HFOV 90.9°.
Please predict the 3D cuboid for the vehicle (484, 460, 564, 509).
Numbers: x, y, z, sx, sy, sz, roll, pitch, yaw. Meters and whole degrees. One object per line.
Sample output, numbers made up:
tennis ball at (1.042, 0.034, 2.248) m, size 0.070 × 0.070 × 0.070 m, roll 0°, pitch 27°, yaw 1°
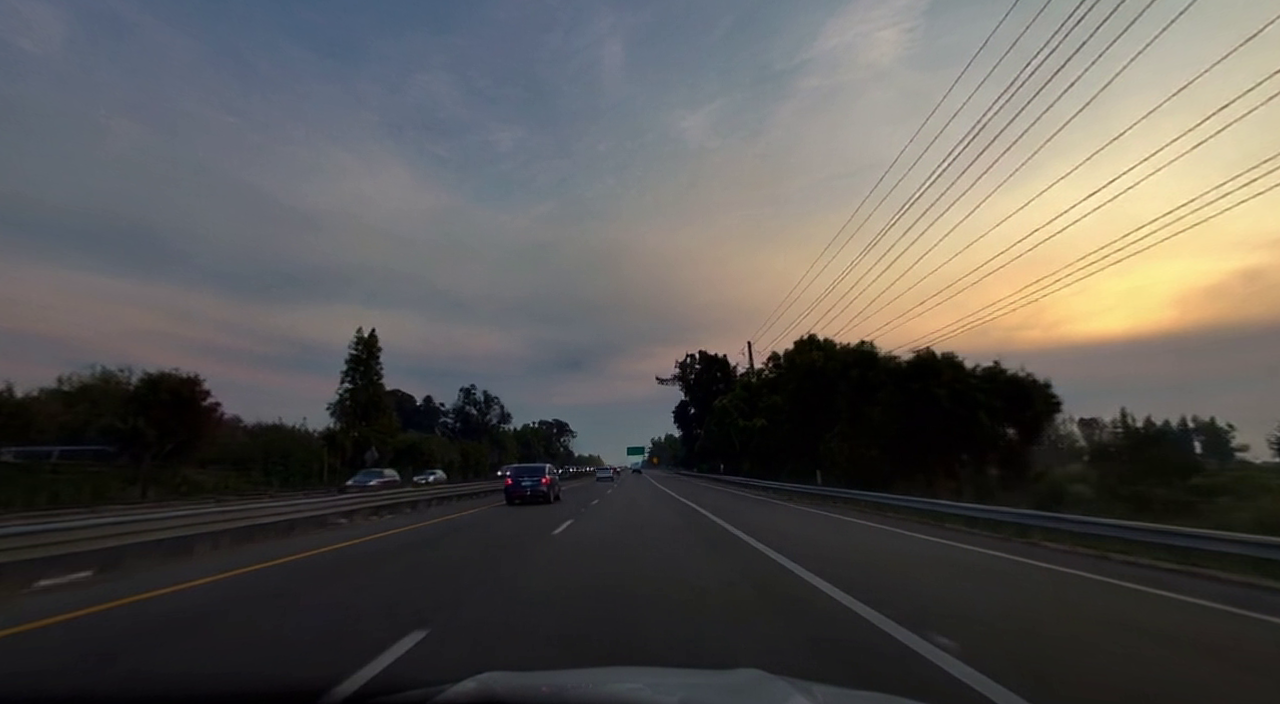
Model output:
vehicle at (-3.927, 4.597, 22.117) m, size 1.963 × 1.501 × 4.227 m, roll 1°, pitch -11°, yaw 0°
